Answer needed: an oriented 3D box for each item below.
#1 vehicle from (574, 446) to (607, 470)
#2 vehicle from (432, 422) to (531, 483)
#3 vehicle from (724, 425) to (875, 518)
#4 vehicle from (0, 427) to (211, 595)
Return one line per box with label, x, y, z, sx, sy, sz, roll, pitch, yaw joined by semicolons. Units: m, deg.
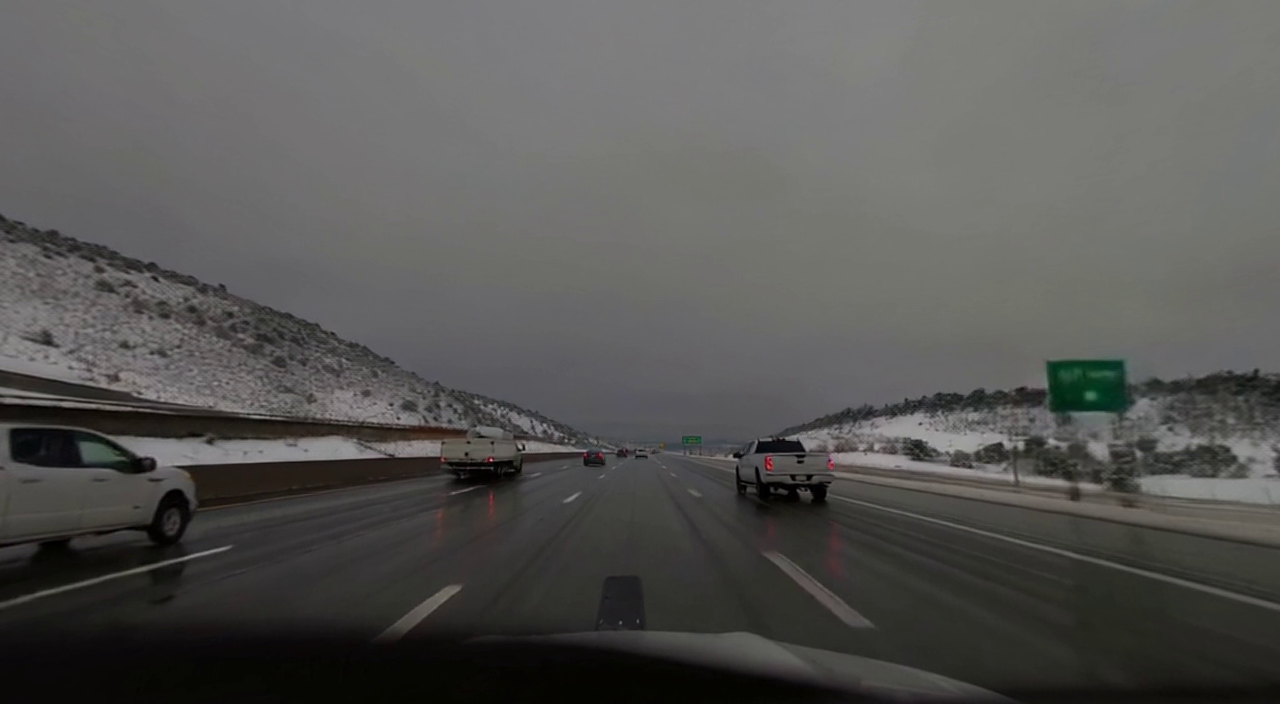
vehicle;-3.414;7.385;44.189;2.009;1.593;4.378;0;-9;-1
vehicle;-7.207;4.740;29.798;2.937;2.509;7.090;0;-9;-1
vehicle;3.422;2.690;14.659;2.231;1.789;4.700;0;-9;0
vehicle;-6.941;1.543;6.252;1.935;1.550;4.883;0;-9;0
